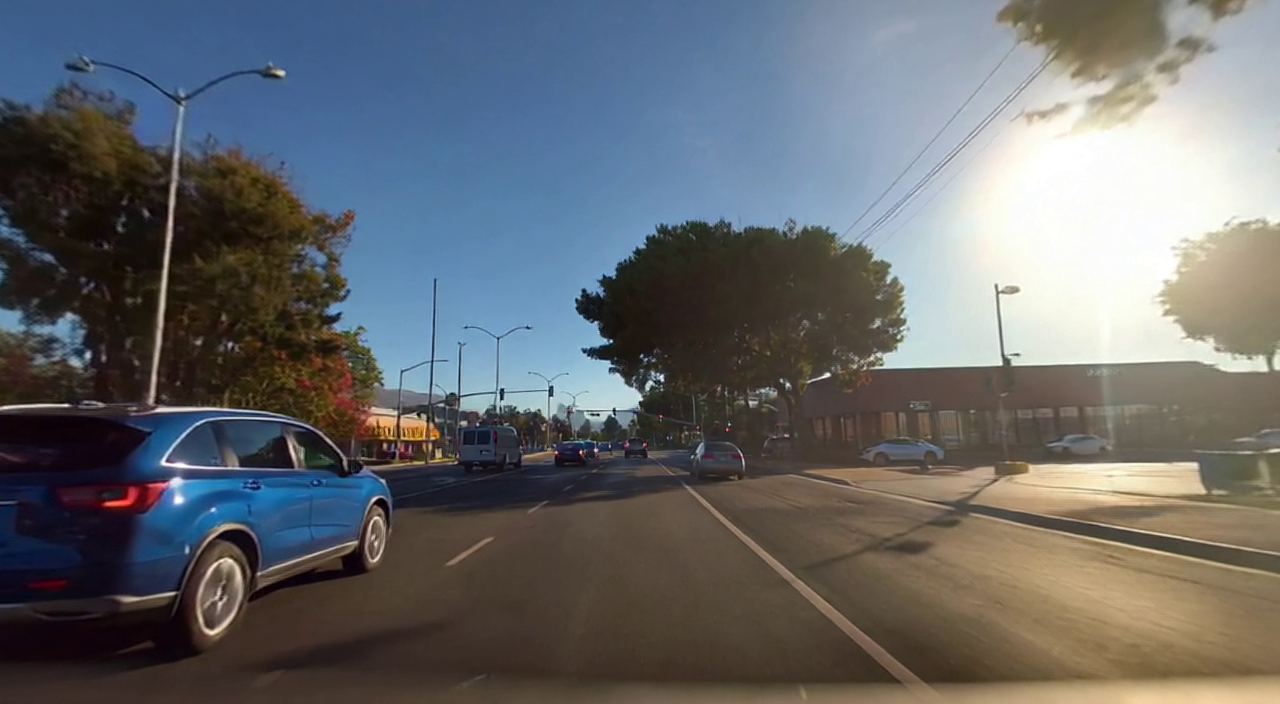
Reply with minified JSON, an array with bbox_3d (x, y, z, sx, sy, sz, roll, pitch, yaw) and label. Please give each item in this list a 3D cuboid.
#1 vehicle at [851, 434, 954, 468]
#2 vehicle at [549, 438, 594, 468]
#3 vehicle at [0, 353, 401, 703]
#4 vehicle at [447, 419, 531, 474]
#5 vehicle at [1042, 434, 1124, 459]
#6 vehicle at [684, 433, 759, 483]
[{"bbox_3d":[14.414,5.466,34.779,4.626,1.562,2.159,-2,-9,-2],"label":"vehicle"},{"bbox_3d":[-4.050,6.102,38.087,2.133,1.677,4.727,0,-9,1],"label":"vehicle"},{"bbox_3d":[-3.846,1.191,5.235,2.038,1.748,4.303,0,-9,-1],"label":"vehicle"},{"bbox_3d":[-7.688,4.936,32.961,2.863,2.592,6.410,0,-9,-1],"label":"vehicle"},{"bbox_3d":[27.739,5.968,39.645,1.768,1.460,4.677,0,-9,0],"label":"vehicle"},{"bbox_3d":[3.121,4.193,25.146,2.167,1.792,4.835,0,-9,-2],"label":"vehicle"}]
